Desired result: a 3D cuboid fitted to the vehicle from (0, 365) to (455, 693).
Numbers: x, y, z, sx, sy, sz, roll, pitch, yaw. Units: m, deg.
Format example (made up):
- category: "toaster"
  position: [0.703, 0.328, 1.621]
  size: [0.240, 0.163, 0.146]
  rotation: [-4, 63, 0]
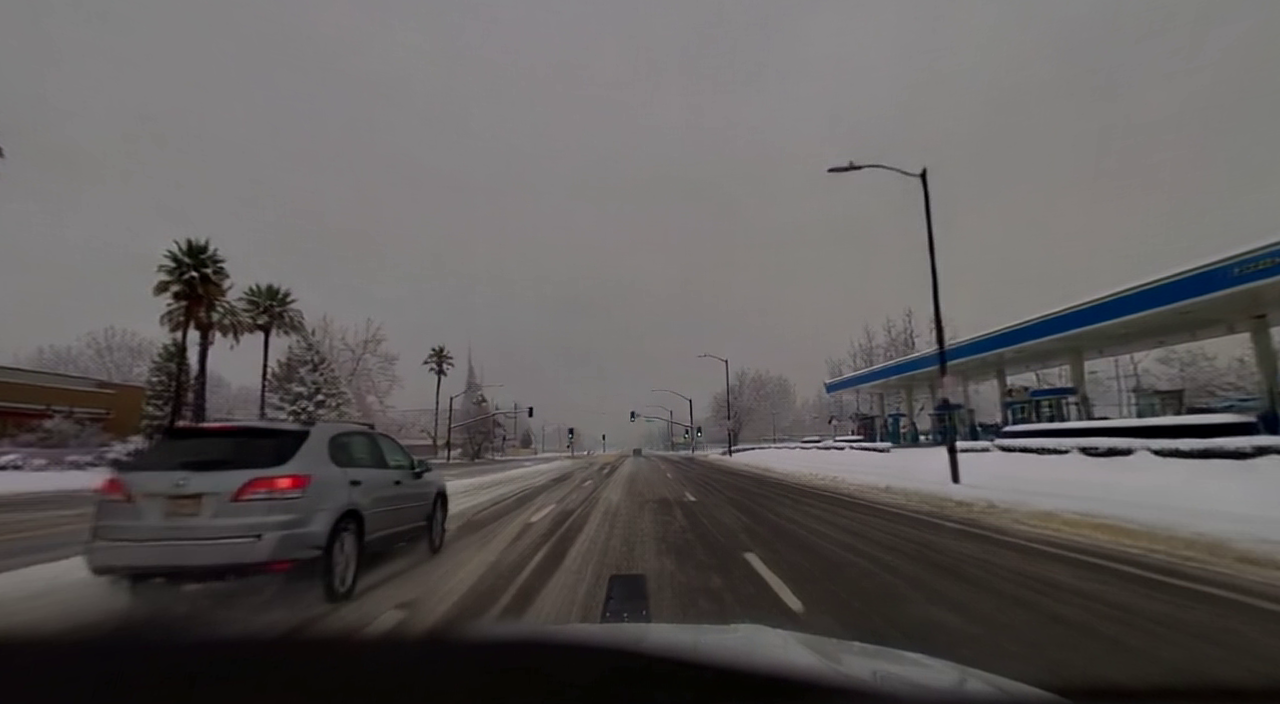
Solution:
- category: "vehicle"
  position: [-3.380, 1.281, 5.714]
  size: [2.011, 1.756, 4.478]
  rotation: [-1, -8, 0]
